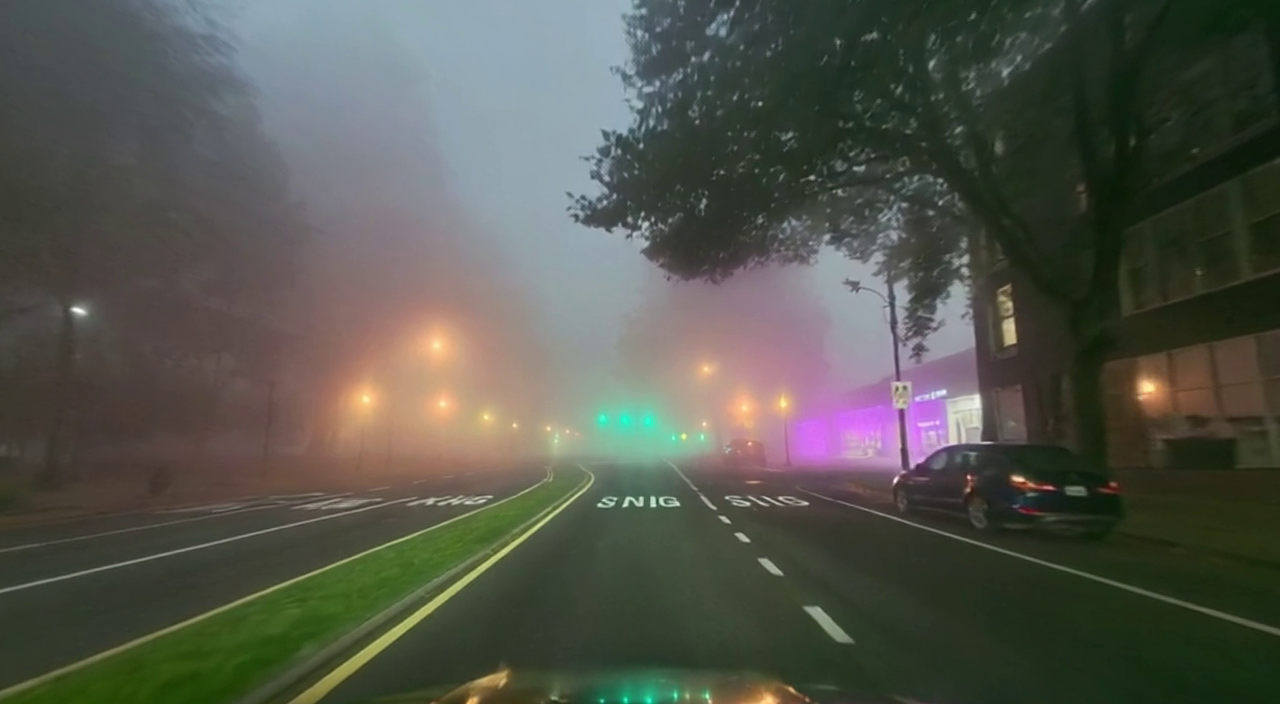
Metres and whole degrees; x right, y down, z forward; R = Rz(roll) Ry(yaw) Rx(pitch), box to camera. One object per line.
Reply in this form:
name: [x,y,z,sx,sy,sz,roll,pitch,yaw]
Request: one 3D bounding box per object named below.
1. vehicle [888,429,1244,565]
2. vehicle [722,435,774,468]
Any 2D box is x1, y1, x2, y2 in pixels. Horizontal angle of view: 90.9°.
vehicle: [5.874,2.022,9.764,2.088,1.543,4.964,0,-8,1]
vehicle: [6.540,6.106,38.776,2.112,1.894,4.910,1,-8,-3]
